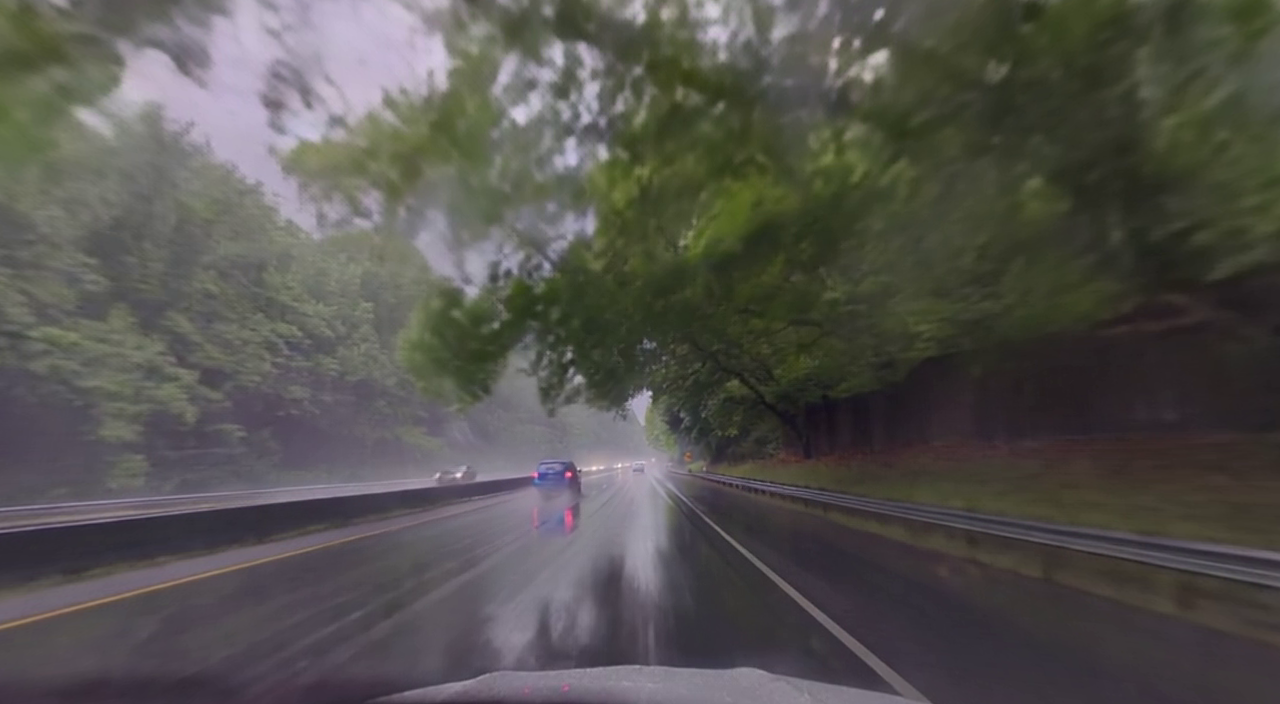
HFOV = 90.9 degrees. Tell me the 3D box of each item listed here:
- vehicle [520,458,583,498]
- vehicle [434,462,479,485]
[{"bbox_3d":[-3.829,5.545,27.943,2.081,1.586,4.245,0,-10,1],"label":"vehicle"},{"bbox_3d":[-13.173,8.724,45.425,1.885,1.534,4.116,0,-10,1],"label":"vehicle"}]
